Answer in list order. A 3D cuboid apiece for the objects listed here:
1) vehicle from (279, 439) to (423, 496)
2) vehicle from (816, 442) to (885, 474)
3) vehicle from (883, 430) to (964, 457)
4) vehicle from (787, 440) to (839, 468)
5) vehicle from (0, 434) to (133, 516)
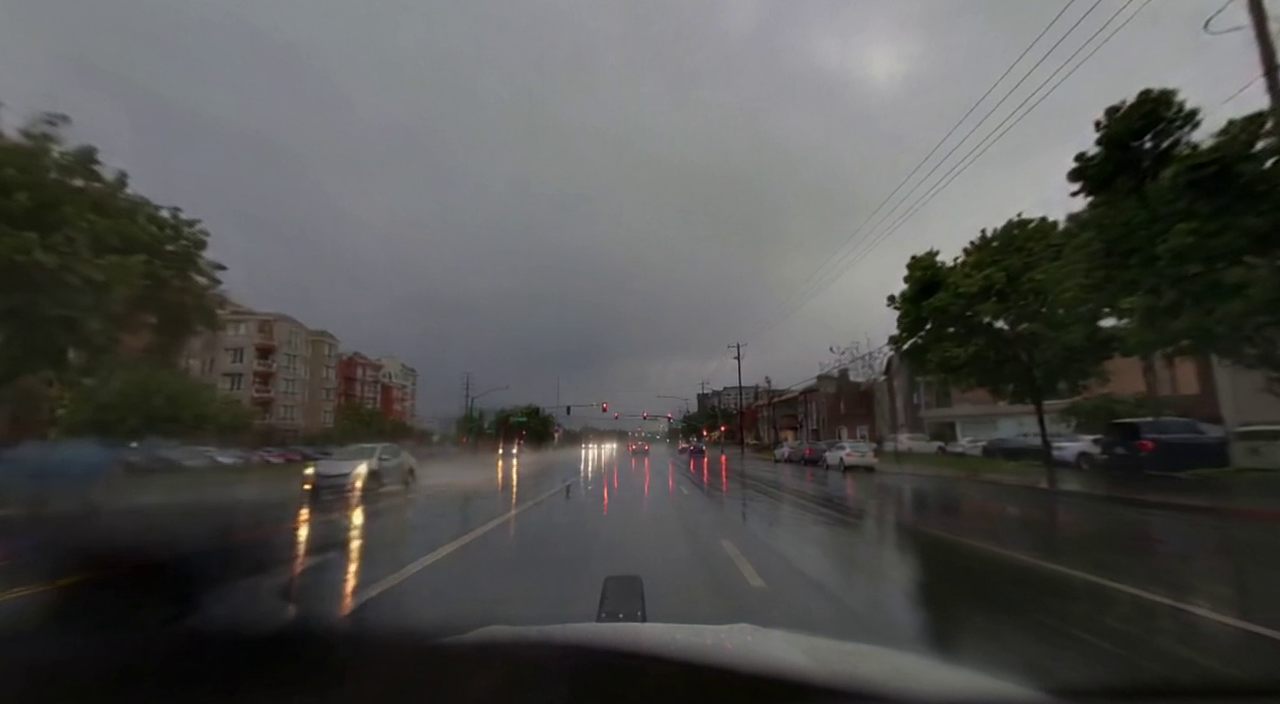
[{"bbox_3d":[-8.482,3.437,19.114,2.025,1.479,4.739,0,-9,1],"label":"vehicle"},{"bbox_3d":[10.378,5.274,31.542,1.861,1.446,4.413,0,-9,-1],"label":"vehicle"},{"bbox_3d":[21.136,6.864,47.318,5.047,1.904,2.012,0,-9,2],"label":"vehicle"},{"bbox_3d":[10.614,6.292,39.045,1.905,1.597,4.040,0,-9,-2],"label":"vehicle"},{"bbox_3d":[-15.328,2.927,15.211,2.053,1.806,4.919,0,-9,0],"label":"vehicle"}]
